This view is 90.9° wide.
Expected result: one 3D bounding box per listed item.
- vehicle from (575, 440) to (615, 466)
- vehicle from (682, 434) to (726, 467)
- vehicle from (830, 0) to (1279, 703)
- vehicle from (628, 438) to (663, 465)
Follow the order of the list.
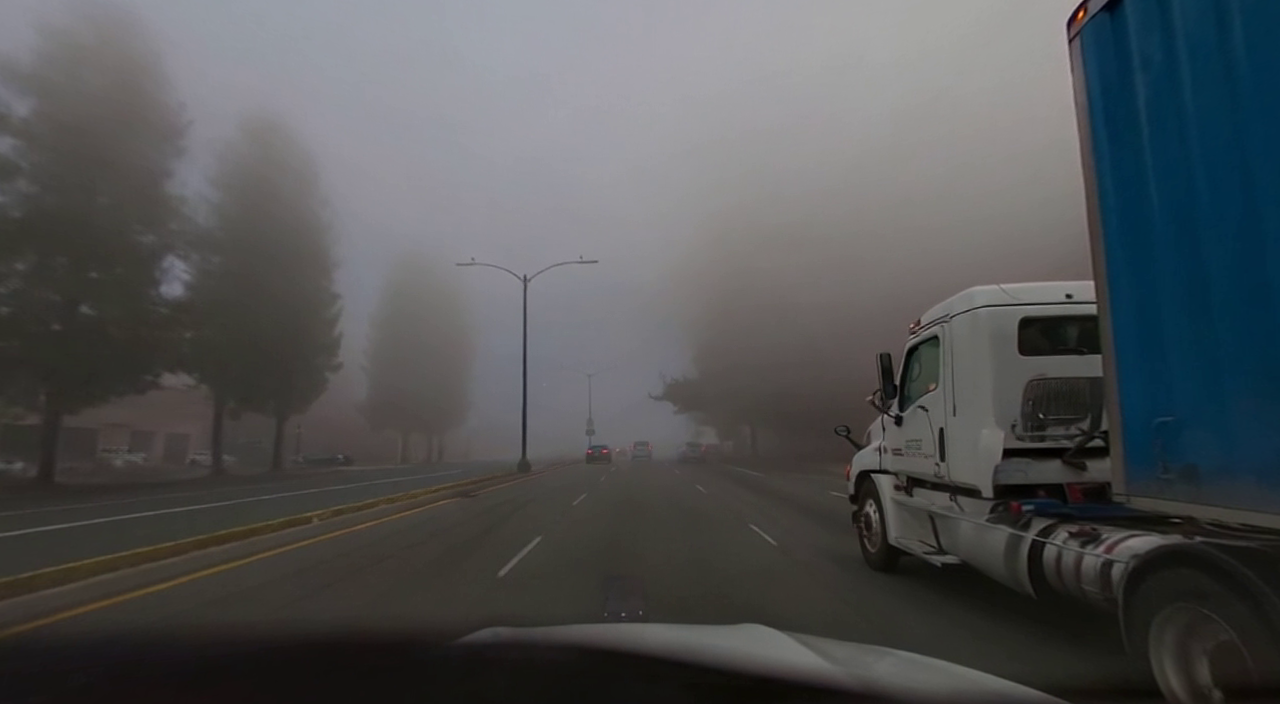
[{"bbox_3d":[-2.893,6.606,41.376,2.211,1.537,4.666,0,-8,1],"label":"vehicle"},{"bbox_3d":[3.908,6.125,39.337,2.196,1.908,4.412,0,-8,-1],"label":"vehicle"},{"bbox_3d":[3.651,-0.198,3.017,3.006,3.679,8.506,0,-8,2],"label":"vehicle"},{"bbox_3d":[0.362,6.755,42.873,2.276,1.704,3.925,0,-8,1],"label":"vehicle"}]
